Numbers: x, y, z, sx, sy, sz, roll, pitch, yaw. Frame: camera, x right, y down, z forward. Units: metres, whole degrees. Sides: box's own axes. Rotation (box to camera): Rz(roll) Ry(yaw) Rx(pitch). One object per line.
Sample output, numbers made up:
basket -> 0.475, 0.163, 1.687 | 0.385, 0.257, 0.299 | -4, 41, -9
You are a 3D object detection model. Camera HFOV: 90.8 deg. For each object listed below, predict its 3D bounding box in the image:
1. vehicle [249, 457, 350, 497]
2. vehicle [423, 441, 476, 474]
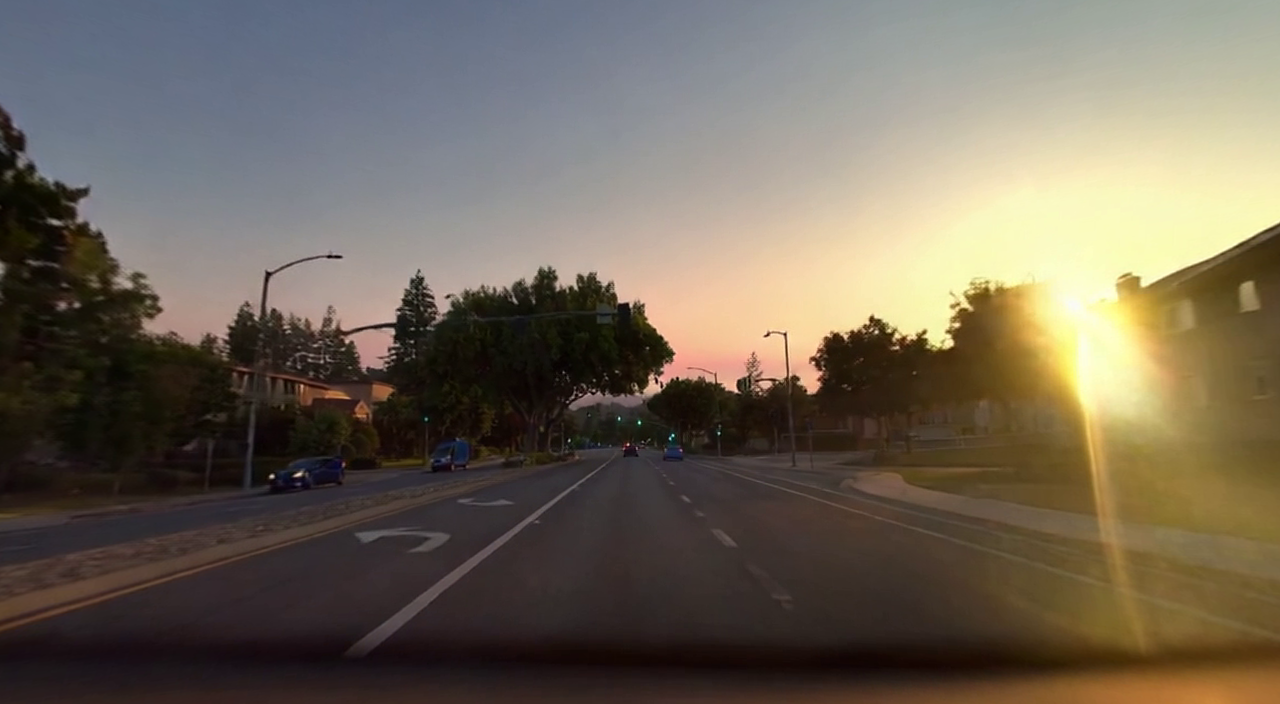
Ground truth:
vehicle -> -14.115, 5.179, 26.510 | 1.888, 1.470, 4.282 | 0, -8, -1
vehicle -> -13.899, 7.713, 46.424 | 2.346, 2.217, 5.290 | 0, -8, -2
